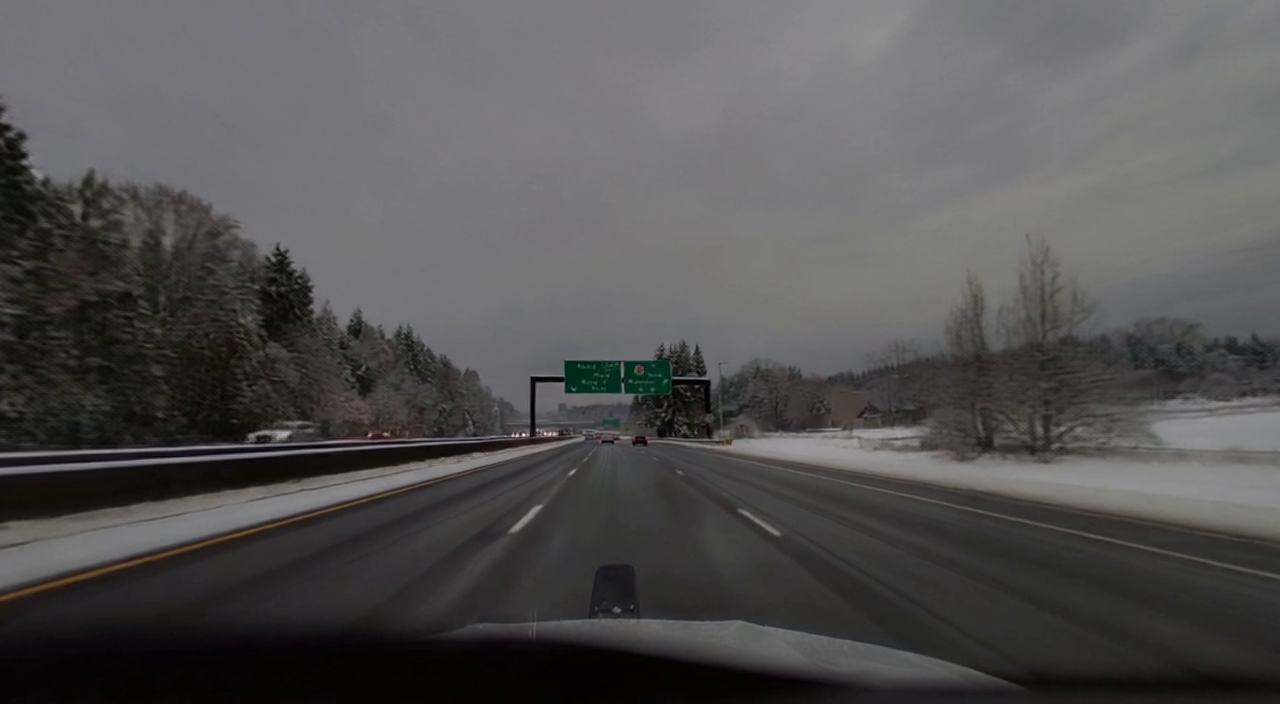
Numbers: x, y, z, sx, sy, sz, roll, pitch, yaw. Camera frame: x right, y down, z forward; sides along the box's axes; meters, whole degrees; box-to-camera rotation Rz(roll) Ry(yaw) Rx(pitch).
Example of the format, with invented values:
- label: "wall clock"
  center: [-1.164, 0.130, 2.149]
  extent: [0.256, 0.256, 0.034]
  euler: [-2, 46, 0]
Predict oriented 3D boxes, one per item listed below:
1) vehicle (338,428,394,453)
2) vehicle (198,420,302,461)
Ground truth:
- label: "vehicle"
  center: [-18.175, 5.873, 42.045]
  extent: [1.916, 1.544, 4.149]
  euler: [0, -8, -1]
- label: "vehicle"
  center: [-18.174, 4.142, 29.629]
  extent: [2.078, 1.777, 4.511]
  euler: [0, -8, -2]
